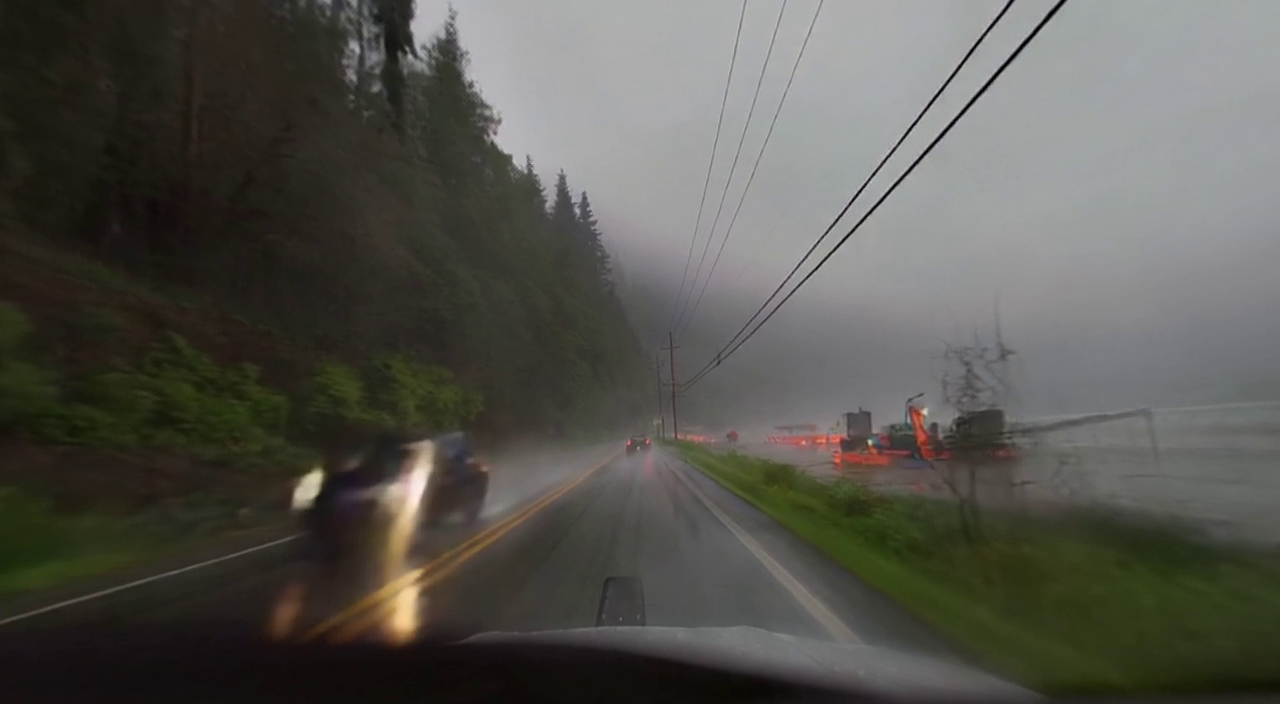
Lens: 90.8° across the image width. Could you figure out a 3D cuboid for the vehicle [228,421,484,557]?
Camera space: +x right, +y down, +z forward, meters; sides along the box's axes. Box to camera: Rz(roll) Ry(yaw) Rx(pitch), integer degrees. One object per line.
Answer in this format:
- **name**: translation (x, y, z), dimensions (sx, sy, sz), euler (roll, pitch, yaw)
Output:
- **vehicle**: translation (-3.940, 1.963, 9.722), dimensions (2.020, 1.631, 4.054), euler (0, -9, 0)
